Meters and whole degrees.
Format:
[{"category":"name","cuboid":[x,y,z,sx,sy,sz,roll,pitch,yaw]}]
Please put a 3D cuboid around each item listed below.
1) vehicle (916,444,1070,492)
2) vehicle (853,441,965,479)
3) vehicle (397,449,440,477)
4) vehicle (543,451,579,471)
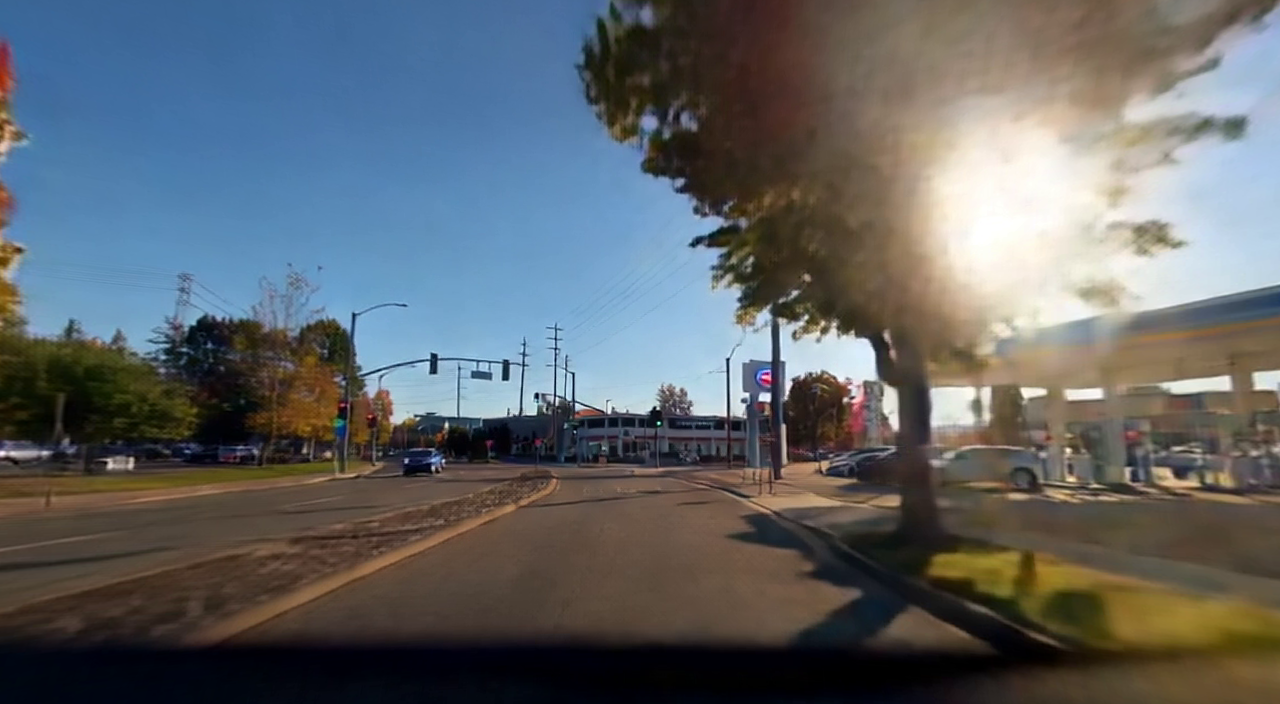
[{"category":"vehicle","cuboid":[14.086,4.641,25.467,4.996,1.720,2.027,0,-5,2]},{"category":"vehicle","cuboid":[13.167,5.311,31.193,4.444,1.815,2.239,0,-9,1]},{"category":"vehicle","cuboid":[-13.417,6.709,38.462,1.918,1.628,4.011,2,-9,-12]},{"category":"vehicle","cuboid":[-6.196,8.445,49.099,2.094,1.500,3.682,3,-9,-18]}]
